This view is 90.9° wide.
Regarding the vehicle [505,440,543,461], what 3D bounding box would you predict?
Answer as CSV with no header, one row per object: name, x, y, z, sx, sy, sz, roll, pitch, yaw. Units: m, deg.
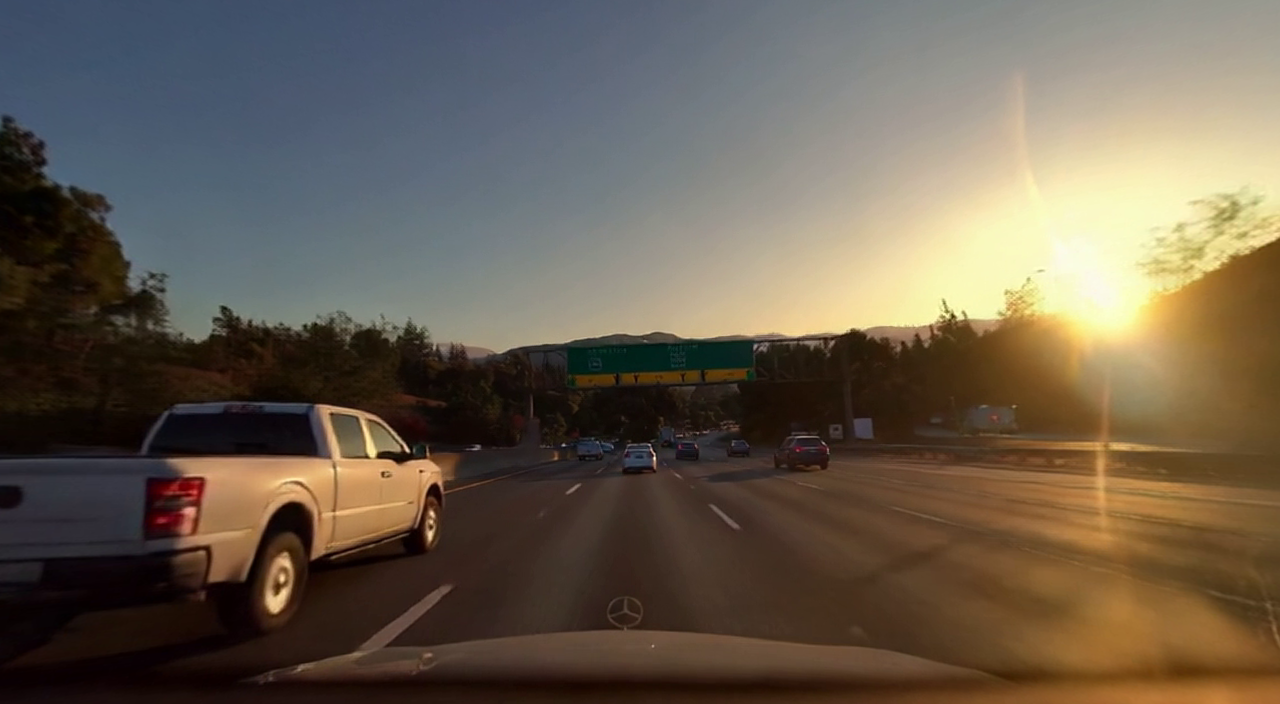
vehicle,-9.092,7.780,49.878,2.089,1.532,4.432,0,-9,1

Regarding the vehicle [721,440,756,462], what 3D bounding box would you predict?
vehicle,7.198,7.259,46.434,1.894,1.511,4.148,0,-9,-1

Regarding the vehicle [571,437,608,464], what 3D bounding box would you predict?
vehicle,-3.390,6.719,42.936,2.140,1.720,4.410,0,-9,0

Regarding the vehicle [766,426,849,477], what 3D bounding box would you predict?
vehicle,6.939,4.198,26.807,2.094,1.916,5.099,0,-9,0

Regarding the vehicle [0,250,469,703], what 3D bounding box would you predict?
vehicle,-3.421,1.028,4.794,2.487,1.979,5.742,0,-8,2

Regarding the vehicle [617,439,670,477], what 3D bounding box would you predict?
vehicle,0.128,4.471,26.781,2.071,1.464,4.162,0,-9,0
